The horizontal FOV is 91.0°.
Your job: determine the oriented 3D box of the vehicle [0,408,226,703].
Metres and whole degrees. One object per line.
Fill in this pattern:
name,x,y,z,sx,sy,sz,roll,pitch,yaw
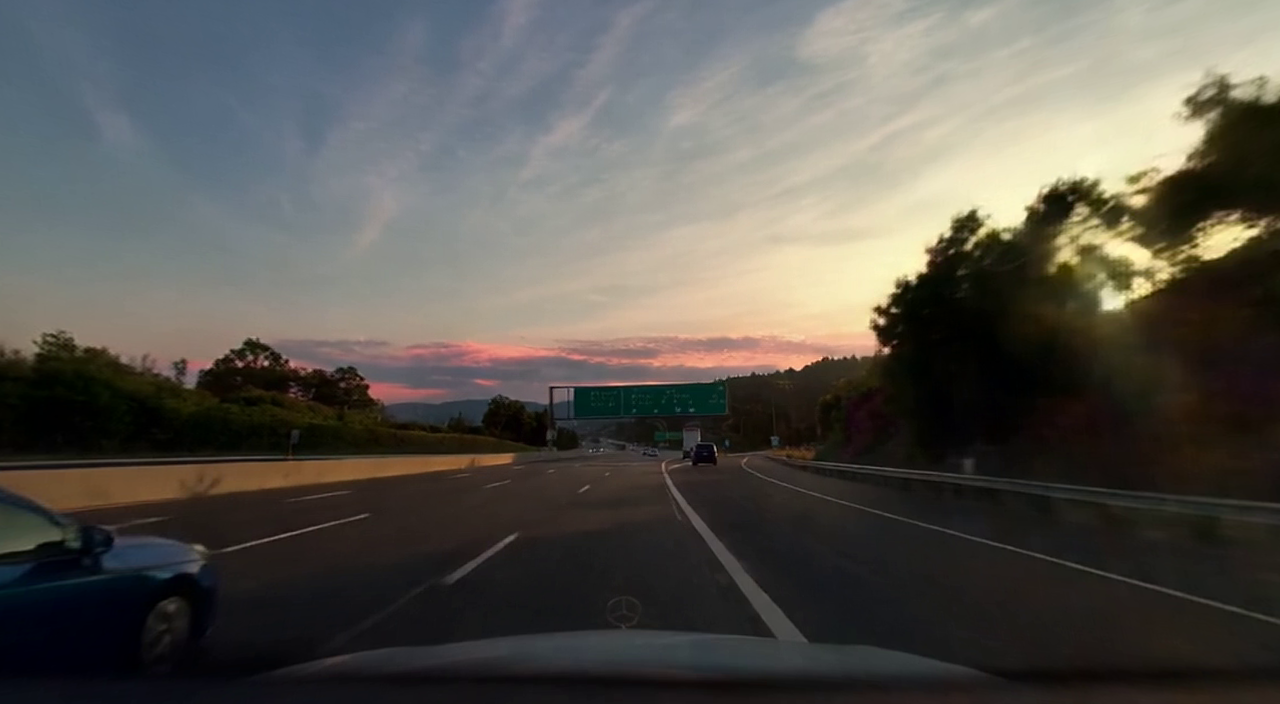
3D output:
vehicle,-3.505,0.840,1.567,1.937,1.490,4.372,0,-9,0

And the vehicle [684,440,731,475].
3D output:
vehicle,3.772,5.985,35.794,2.225,1.833,4.340,0,-9,1
